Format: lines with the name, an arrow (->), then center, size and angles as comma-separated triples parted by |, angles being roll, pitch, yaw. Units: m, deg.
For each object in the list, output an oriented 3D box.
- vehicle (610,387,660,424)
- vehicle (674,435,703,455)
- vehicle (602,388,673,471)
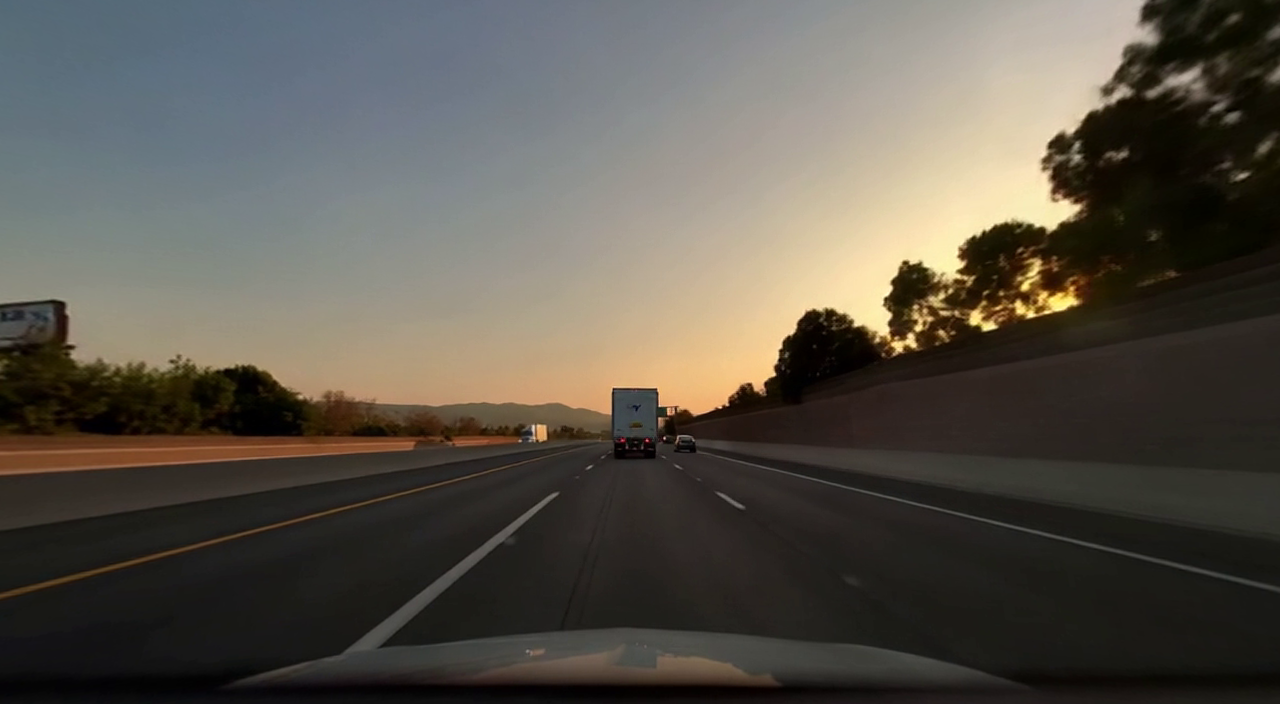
vehicle -> -0.204, 2.505, 28.730 | 2.112, 1.472, 4.240 | 0, -8, 0
vehicle -> 3.775, 7.308, 49.639 | 1.910, 1.492, 4.324 | 0, -8, 0
vehicle -> -0.304, 4.060, 32.976 | 2.953, 3.406, 13.372 | 1, -7, -2
